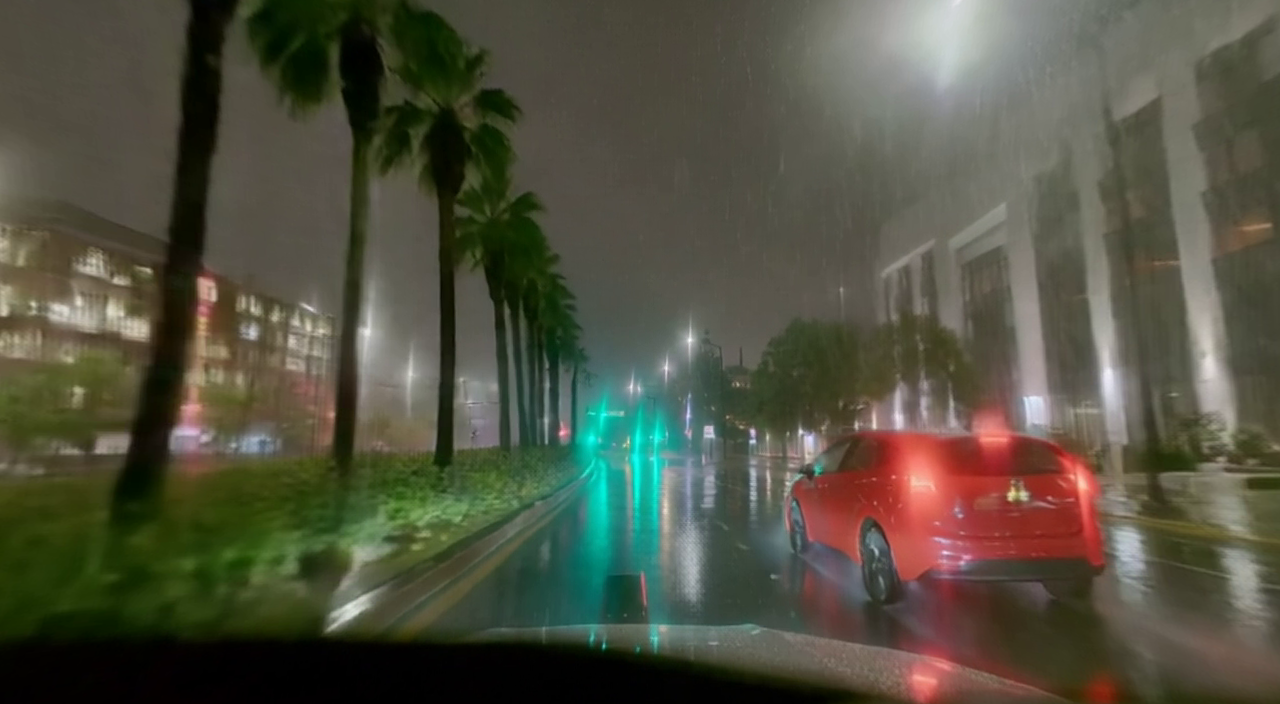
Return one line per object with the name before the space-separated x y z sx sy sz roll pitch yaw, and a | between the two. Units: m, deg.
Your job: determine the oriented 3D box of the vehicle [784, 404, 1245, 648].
vehicle | 2.932 1.439 6.298 1.867 1.554 4.301 0 -8 -1
